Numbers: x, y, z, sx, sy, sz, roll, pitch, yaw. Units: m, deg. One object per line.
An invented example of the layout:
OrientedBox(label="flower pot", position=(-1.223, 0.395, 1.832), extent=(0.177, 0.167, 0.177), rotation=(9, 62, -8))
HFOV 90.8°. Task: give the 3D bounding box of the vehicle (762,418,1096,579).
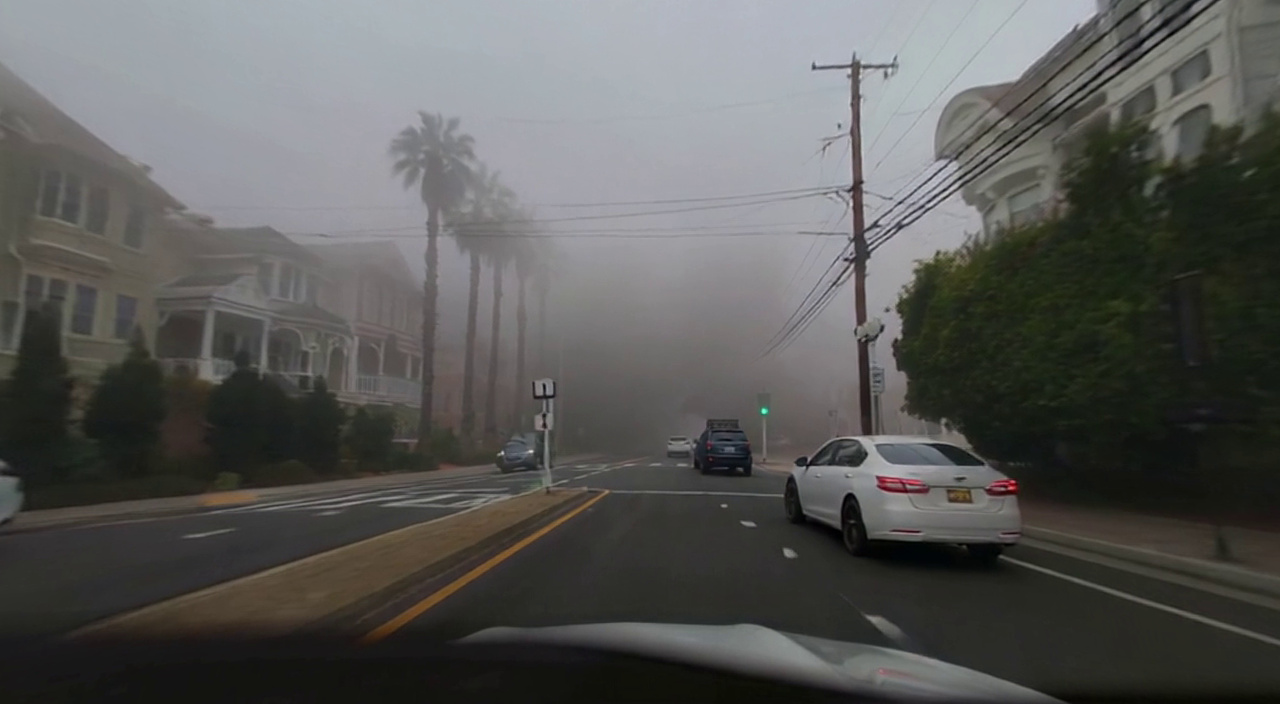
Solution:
OrientedBox(label="vehicle", position=(3.315, 1.787, 8.543), extent=(2.096, 1.552, 4.519), rotation=(0, -9, -4))

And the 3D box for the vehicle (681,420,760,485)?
OrientedBox(label="vehicle", position=(2.660, 3.486, 22.030), extent=(2.109, 2.002, 4.424), rotation=(0, -9, -1))

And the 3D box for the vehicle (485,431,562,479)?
OrientedBox(label="vehicle", position=(-5.213, 4.655, 28.942), extent=(2.069, 1.820, 4.388), rotation=(-4, -6, 9))
